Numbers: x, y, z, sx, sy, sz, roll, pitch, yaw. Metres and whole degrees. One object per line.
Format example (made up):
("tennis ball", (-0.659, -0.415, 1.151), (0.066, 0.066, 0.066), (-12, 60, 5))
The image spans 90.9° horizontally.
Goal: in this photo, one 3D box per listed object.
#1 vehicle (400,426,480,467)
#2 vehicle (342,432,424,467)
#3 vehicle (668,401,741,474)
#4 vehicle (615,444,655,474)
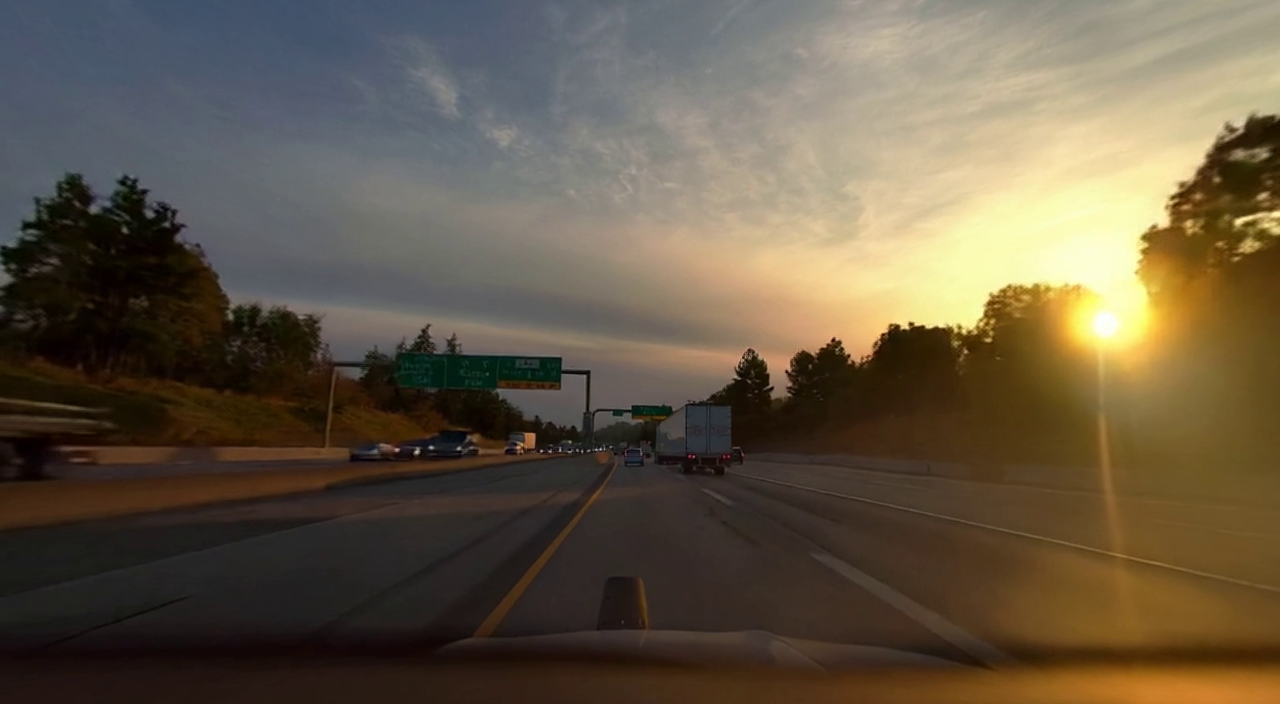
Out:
("vehicle", (-7.774, 3.738, 24.922), (1.877, 1.481, 4.062), (0, -9, -1))
("vehicle", (-11.783, 4.540, 29.276), (1.867, 1.499, 4.538), (0, -9, 0))
("vehicle", (3.865, 5.730, 41.323), (2.931, 4.009, 12.800), (0, -9, -2))
("vehicle", (-0.332, 6.025, 35.629), (2.111, 1.599, 3.859), (0, -9, -2))
